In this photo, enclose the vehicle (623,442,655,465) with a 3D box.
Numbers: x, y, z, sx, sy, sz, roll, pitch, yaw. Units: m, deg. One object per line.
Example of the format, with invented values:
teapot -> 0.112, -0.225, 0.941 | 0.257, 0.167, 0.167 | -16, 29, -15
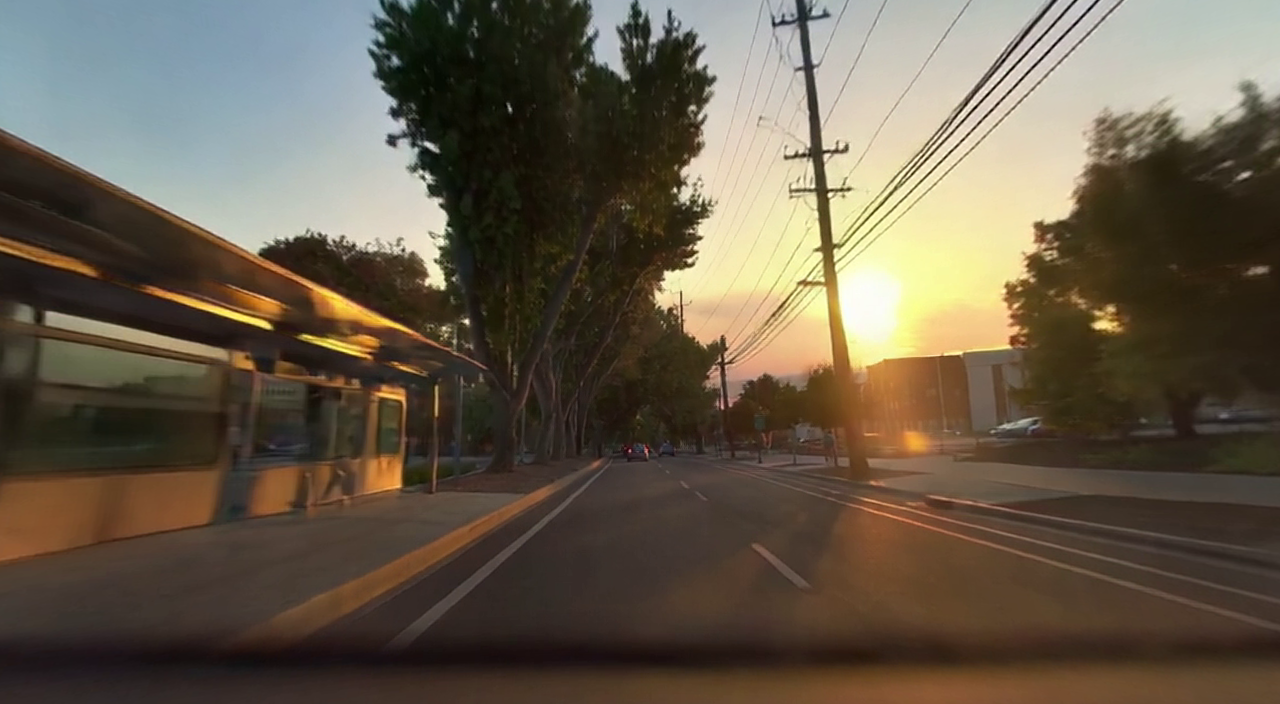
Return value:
vehicle -> -0.115, 7.042, 43.836 | 2.109, 1.501, 4.042 | 0, -9, -1
